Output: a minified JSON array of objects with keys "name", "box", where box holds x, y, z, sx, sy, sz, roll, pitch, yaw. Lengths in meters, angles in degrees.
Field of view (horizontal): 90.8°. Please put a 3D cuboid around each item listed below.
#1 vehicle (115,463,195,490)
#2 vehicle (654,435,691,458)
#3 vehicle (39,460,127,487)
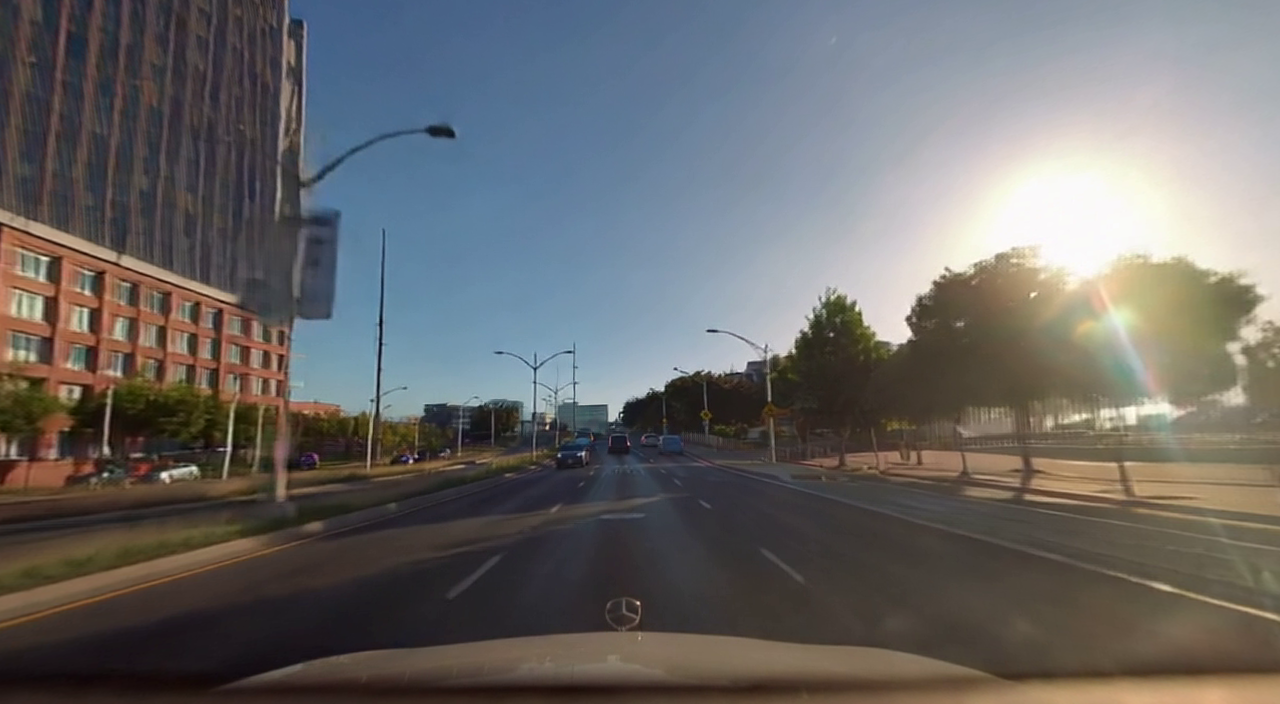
[{"name":"vehicle","box":[-29.965,7.713,39.207,1.732,1.427,4.059,-1,-8,0]},{"name":"vehicle","box":[2.189,6.512,43.566,2.090,1.506,4.382,0,-8,-3]},{"name":"vehicle","box":[-35.197,7.649,40.048,3.762,1.498,1.983,4,-10,-29]}]
